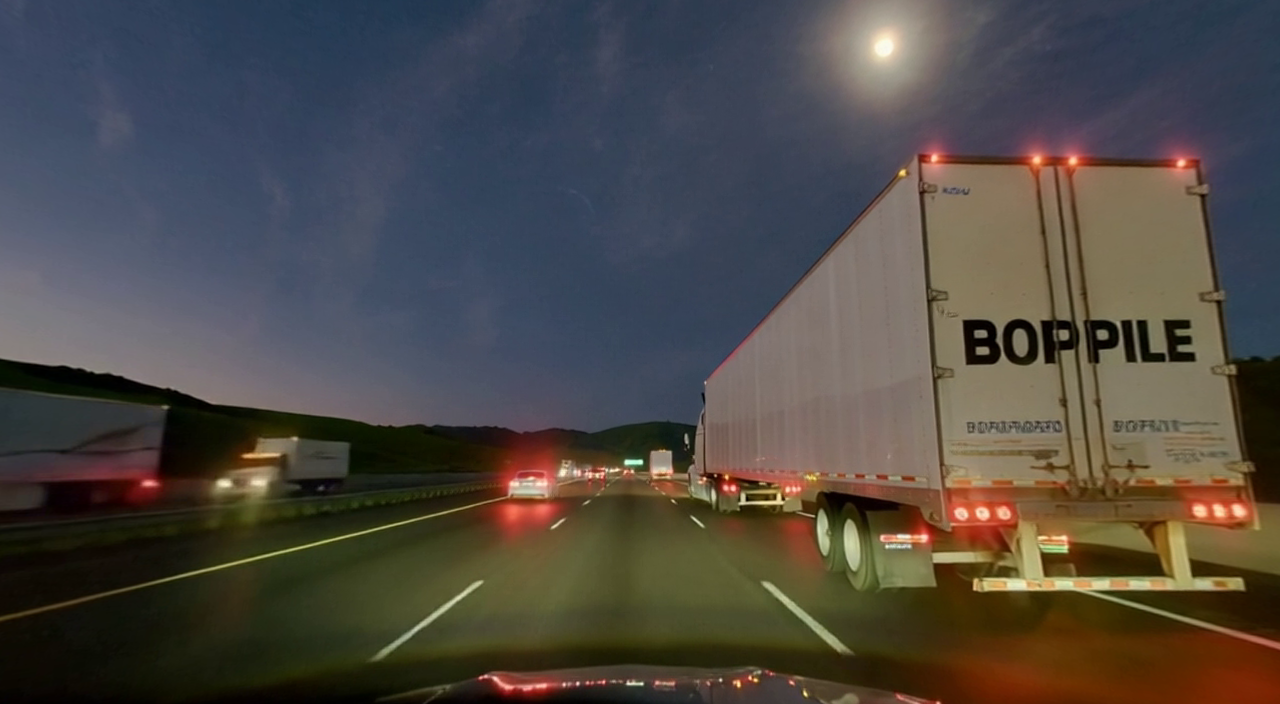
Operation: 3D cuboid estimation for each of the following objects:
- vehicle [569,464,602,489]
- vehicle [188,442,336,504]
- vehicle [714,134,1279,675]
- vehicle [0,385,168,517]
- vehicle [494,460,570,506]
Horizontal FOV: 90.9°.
[{"bbox_3d":[-4.047,9.320,47.239,2.063,1.671,4.197,1,-11,0],"label":"vehicle"},{"bbox_3d":[-15.763,5.146,26.925,2.306,2.274,6.398,1,-11,0],"label":"vehicle"},{"bbox_3d":[3.744,1.543,11.667,2.839,4.062,14.051,1,-11,-1],"label":"vehicle"},{"bbox_3d":[-19.704,2.681,17.274,2.843,3.696,13.964,1,-11,-1],"label":"vehicle"},{"bbox_3d":[-4.085,5.116,24.774,2.088,1.566,4.853,1,-11,0],"label":"vehicle"}]
